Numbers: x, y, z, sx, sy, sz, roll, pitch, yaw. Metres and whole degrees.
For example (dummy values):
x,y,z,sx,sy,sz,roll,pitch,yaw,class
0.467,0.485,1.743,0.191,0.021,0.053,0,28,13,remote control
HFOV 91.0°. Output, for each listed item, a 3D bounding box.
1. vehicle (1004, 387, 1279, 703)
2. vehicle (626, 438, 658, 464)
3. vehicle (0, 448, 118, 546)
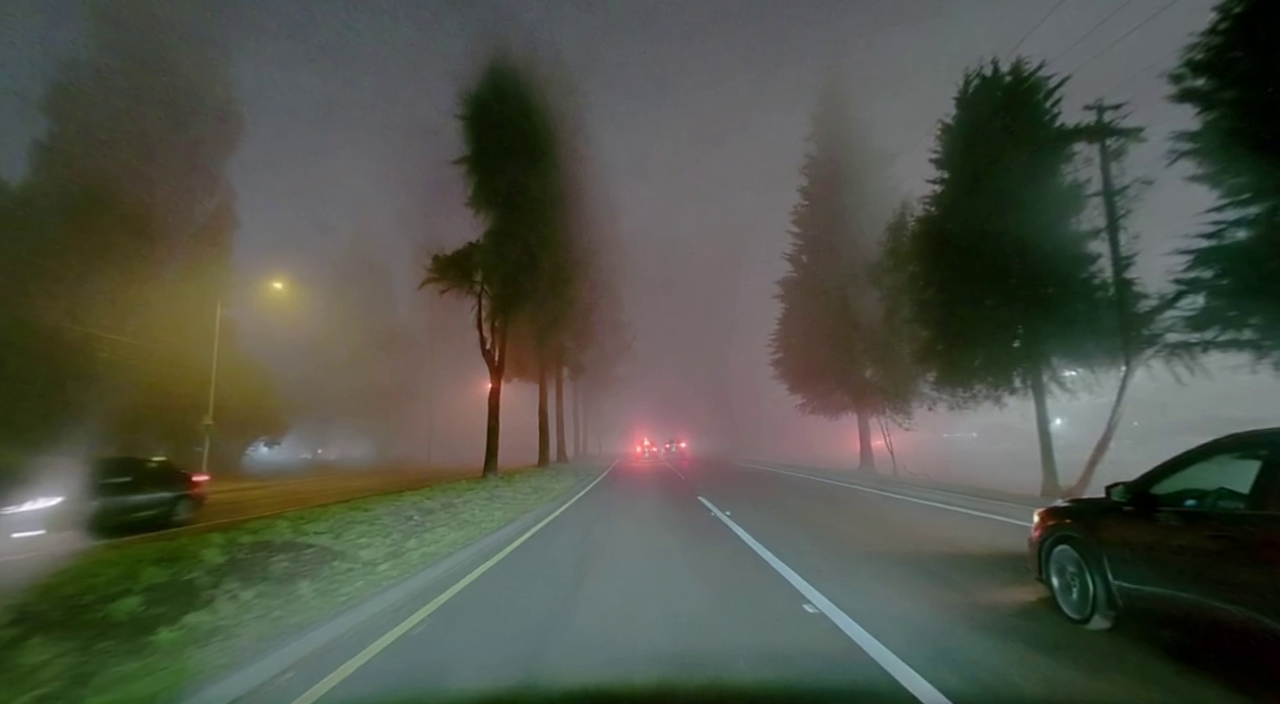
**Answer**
x,y,z,sx,sy,sz,roll,pitch,yaw,class
4.233,0.937,2.804,2.235,1.597,4.918,0,-9,0,vehicle
0.059,7.171,45.637,2.189,1.776,4.342,0,-9,-2,vehicle
-9.904,2.097,9.167,1.527,1.380,3.460,0,-9,1,vehicle
